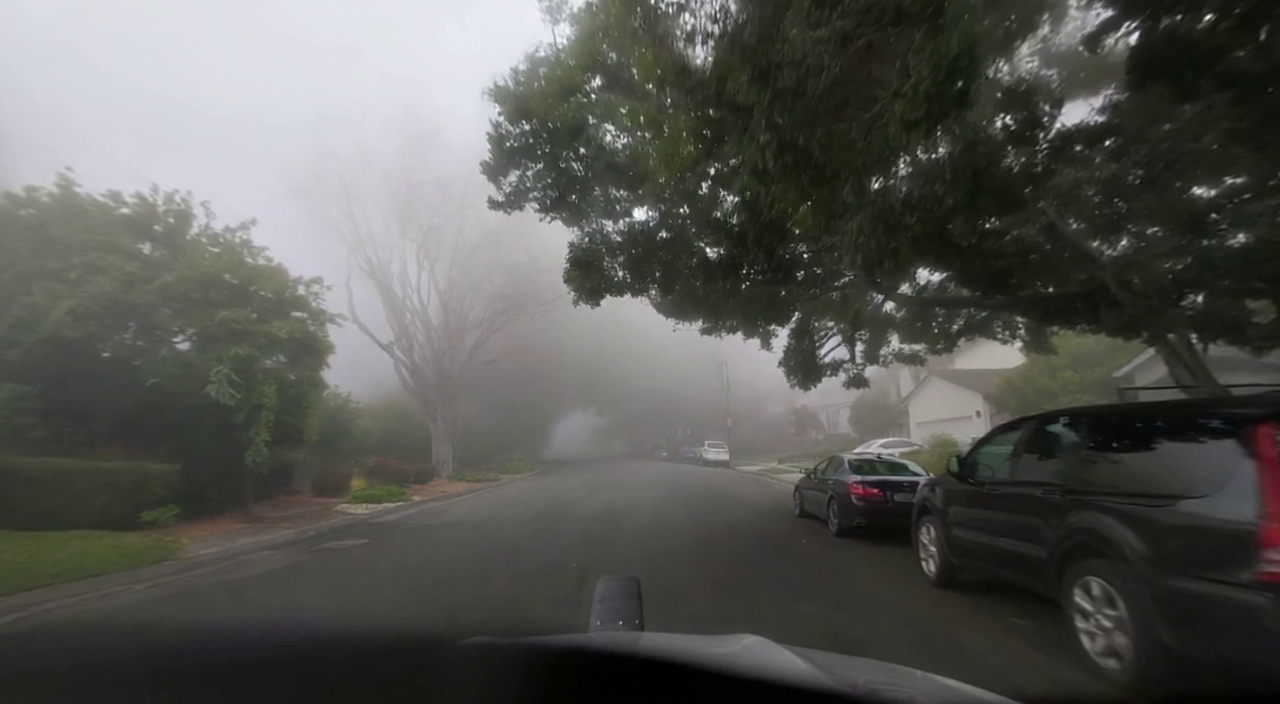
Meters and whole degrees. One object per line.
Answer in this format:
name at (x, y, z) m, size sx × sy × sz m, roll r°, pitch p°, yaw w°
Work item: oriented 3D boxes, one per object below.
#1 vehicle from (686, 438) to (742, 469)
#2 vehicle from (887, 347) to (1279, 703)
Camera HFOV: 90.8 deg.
vehicle at (4.932, 6.877, 43.130) m, size 2.715 × 1.900 × 6.163 m, roll 1°, pitch -8°, yaw -3°
vehicle at (3.788, 1.211, 4.522) m, size 2.161 × 1.854 × 5.289 m, roll -1°, pitch -9°, yaw 3°
